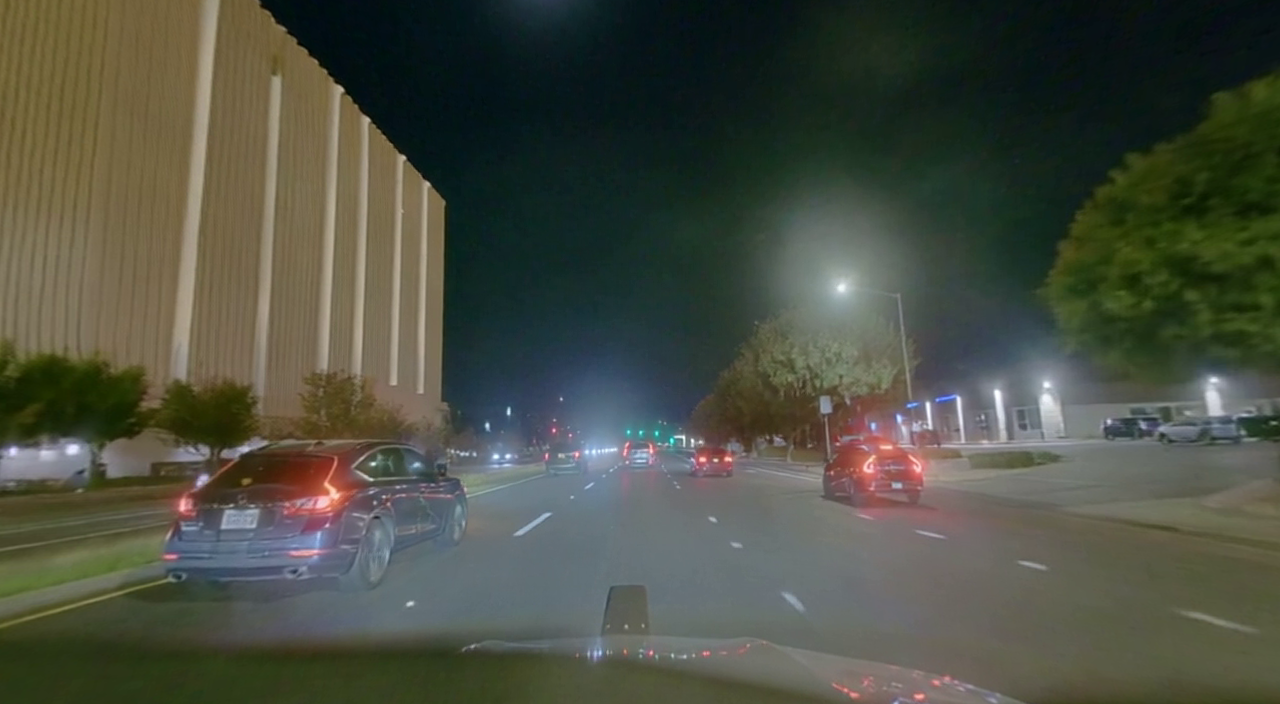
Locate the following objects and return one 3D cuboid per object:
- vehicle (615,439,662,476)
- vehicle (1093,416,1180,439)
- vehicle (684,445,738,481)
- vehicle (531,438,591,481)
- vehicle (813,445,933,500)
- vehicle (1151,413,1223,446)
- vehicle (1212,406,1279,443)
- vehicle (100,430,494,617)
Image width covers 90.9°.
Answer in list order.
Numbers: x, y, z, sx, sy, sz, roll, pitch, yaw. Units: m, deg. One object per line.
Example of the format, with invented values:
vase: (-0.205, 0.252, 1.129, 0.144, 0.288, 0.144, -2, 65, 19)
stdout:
vehicle: (-0.089, 5.566, 33.530, 2.304, 1.795, 4.526, 0, -9, 0)
vehicle: (33.475, 5.158, 42.626, 1.762, 1.432, 4.136, 5, -10, -29)
vehicle: (3.072, 4.876, 27.966, 1.884, 1.458, 4.245, 0, -9, 0)
vehicle: (-3.500, 4.875, 28.873, 2.117, 1.799, 4.442, -1, -9, 1)
vehicle: (6.941, 3.625, 19.368, 1.865, 1.458, 4.605, 0, -9, 0)
vehicle: (28.317, 4.032, 32.772, 1.830, 1.465, 4.252, -9, -11, 29)
vehicle: (30.973, 3.684, 31.613, 1.993, 1.708, 4.464, -4, -10, 25)
vehicle: (-3.288, 1.729, 7.356, 2.095, 1.486, 4.411, 0, -9, 0)
